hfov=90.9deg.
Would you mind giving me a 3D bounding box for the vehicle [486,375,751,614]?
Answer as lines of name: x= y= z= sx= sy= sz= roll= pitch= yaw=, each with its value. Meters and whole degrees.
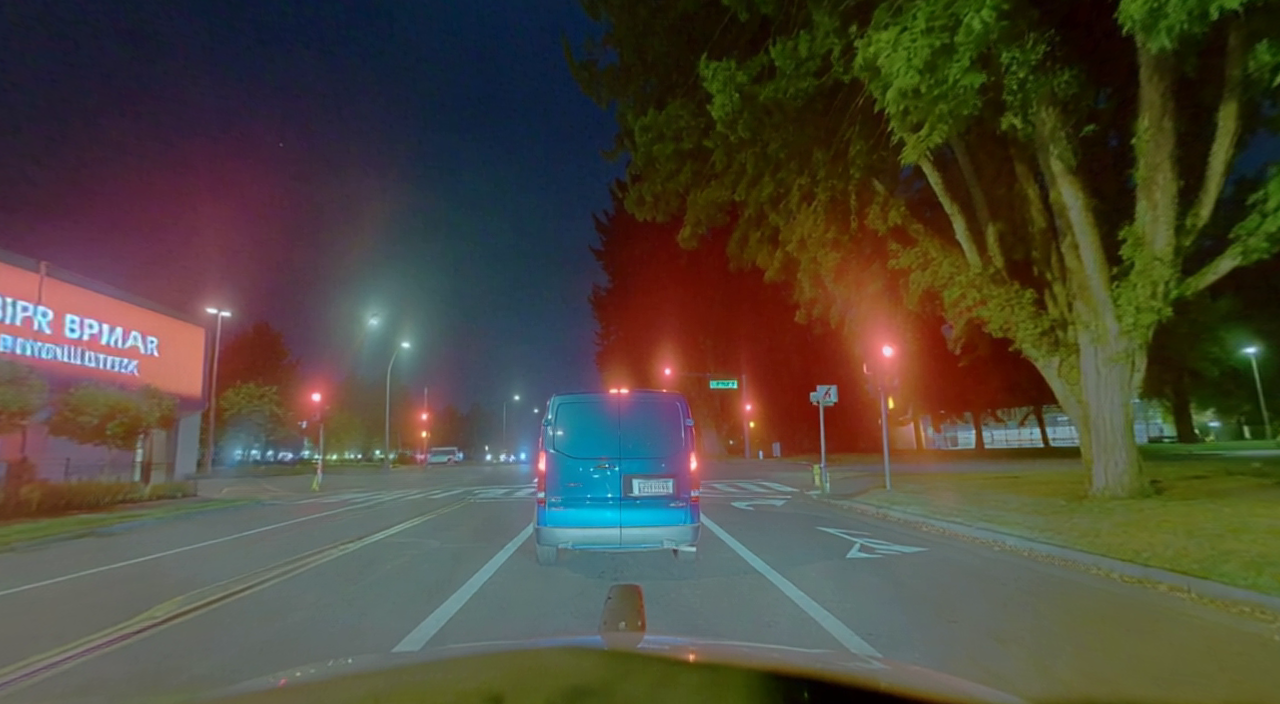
vehicle: x=-0.297 y=1.477 z=7.281 sx=2.181 sy=1.949 sz=3.932 roll=1 pitch=-9 yaw=-4
